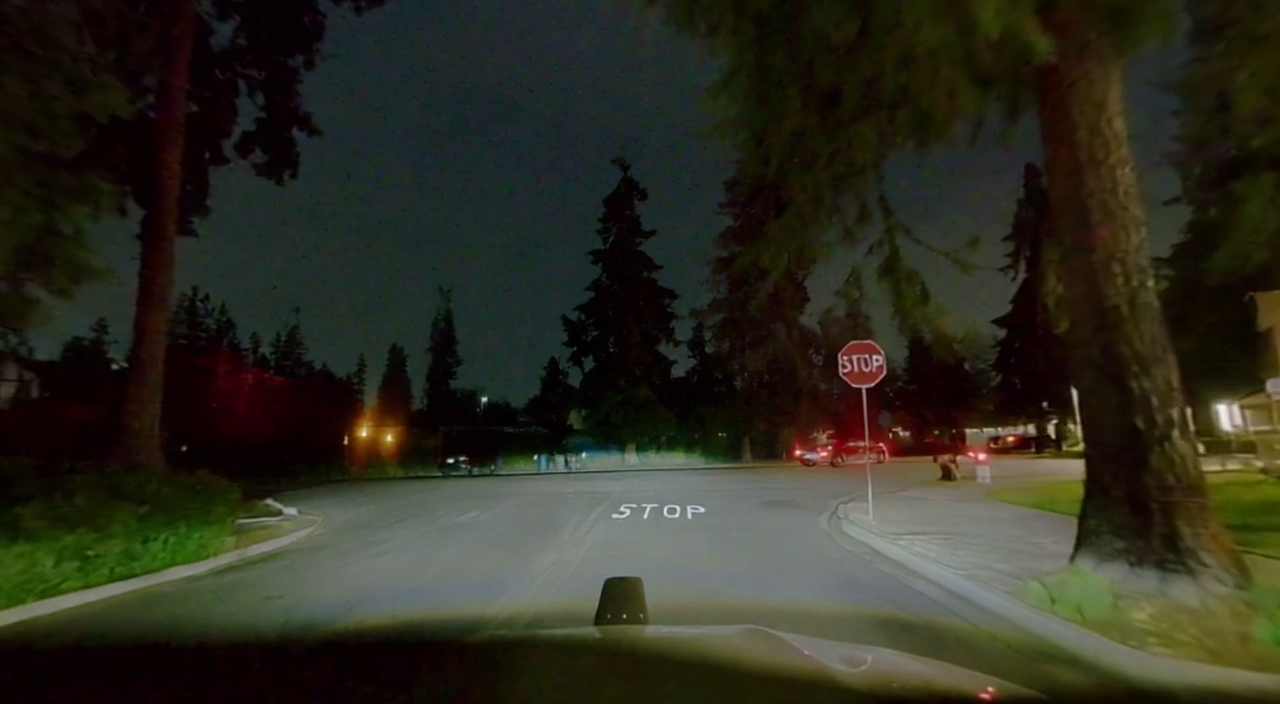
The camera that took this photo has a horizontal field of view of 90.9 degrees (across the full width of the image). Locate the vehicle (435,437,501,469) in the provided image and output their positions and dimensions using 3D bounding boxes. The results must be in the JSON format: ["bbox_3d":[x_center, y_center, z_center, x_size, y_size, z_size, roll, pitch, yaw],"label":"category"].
[{"bbox_3d":[-9.853,5.805,36.437,1.883,1.732,4.038,-2,-9,15],"label":"vehicle"}]
